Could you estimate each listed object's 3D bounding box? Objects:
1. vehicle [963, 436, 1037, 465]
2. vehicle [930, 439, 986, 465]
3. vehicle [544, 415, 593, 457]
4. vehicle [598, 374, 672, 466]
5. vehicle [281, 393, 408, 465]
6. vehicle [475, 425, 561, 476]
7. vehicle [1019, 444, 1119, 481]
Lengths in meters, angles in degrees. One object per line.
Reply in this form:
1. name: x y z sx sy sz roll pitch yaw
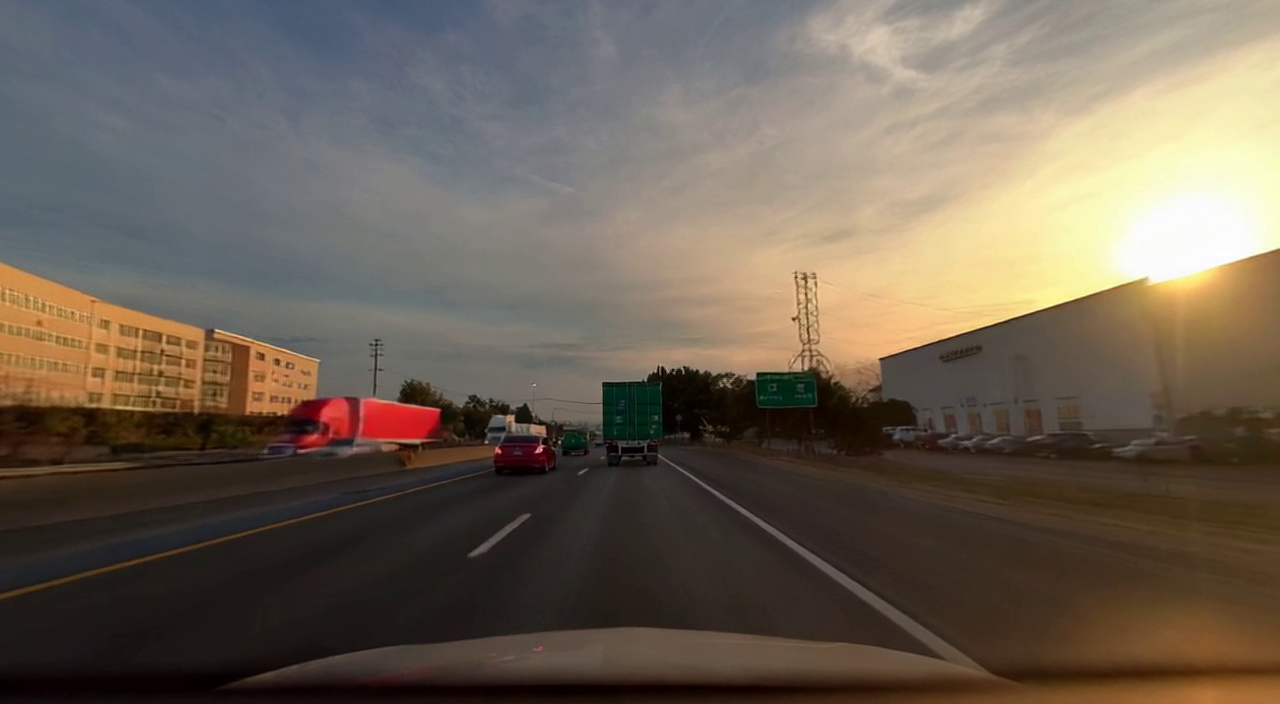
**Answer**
1. vehicle: 22.904 6.257 40.296 1.986 1.605 4.381 -2 -7 -2
2. vehicle: 22.840 7.178 45.447 1.699 1.625 4.494 -2 -8 0
3. vehicle: -4.998 6.028 45.182 2.717 2.714 6.997 0 -8 0
4. vehicle: -0.342 3.688 33.124 3.259 4.066 9.891 0 -8 -1
5. vehicle: -17.357 4.710 38.080 2.959 3.738 9.951 0 -8 -1
6. vehicle: -4.226 3.480 22.706 2.005 1.602 5.131 0 -8 1
7. vehicle: 22.866 5.880 33.820 1.857 1.744 4.828 0 -8 -2
